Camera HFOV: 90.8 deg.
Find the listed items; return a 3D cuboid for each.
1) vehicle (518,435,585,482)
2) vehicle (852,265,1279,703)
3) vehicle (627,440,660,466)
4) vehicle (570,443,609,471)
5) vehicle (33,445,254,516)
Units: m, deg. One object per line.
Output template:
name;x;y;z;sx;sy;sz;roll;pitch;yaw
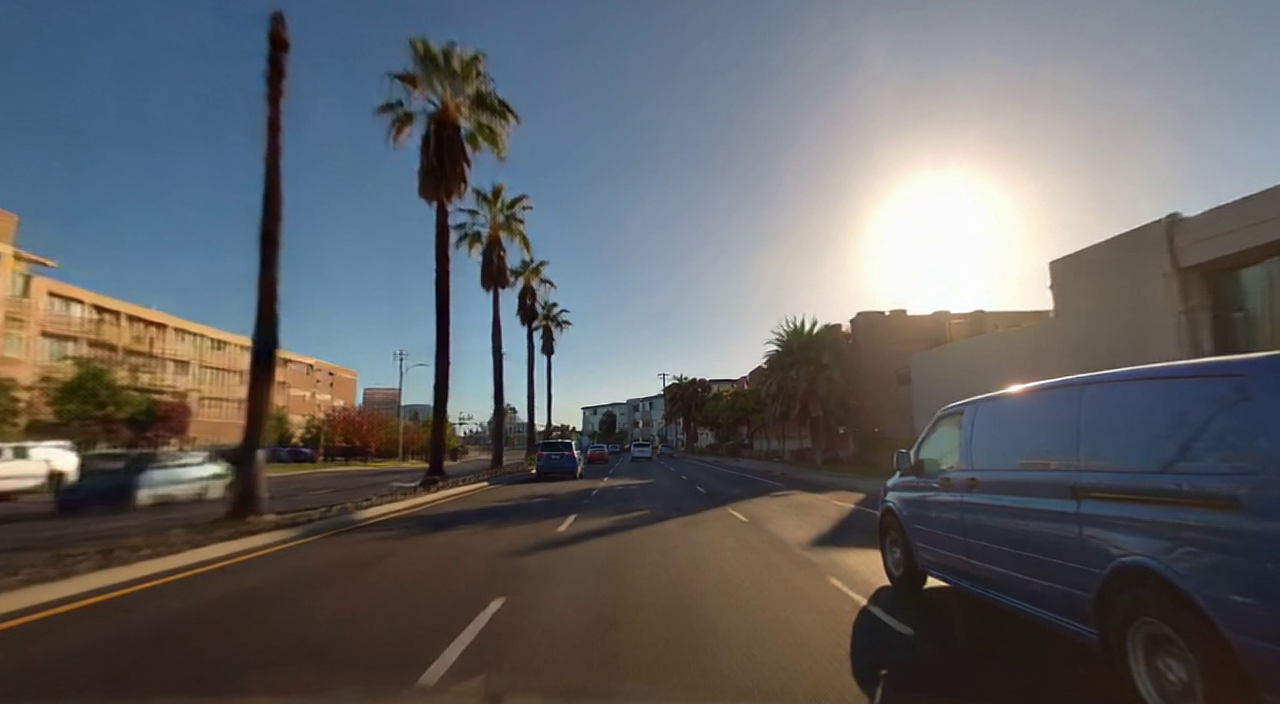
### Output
vehicle;-3.388;4.168;24.992;1.967;1.703;4.157;0;-9;1
vehicle;3.312;0.941;3.991;2.234;1.912;4.847;0;-9;0
vehicle;0.220;7.172;45.088;2.191;1.761;3.857;0;-9;0
vehicle;-2.791;5.935;35.977;1.869;1.454;4.142;0;-9;0
vehicle;-11.662;3.000;15.333;1.857;1.473;4.298;0;-9;0
